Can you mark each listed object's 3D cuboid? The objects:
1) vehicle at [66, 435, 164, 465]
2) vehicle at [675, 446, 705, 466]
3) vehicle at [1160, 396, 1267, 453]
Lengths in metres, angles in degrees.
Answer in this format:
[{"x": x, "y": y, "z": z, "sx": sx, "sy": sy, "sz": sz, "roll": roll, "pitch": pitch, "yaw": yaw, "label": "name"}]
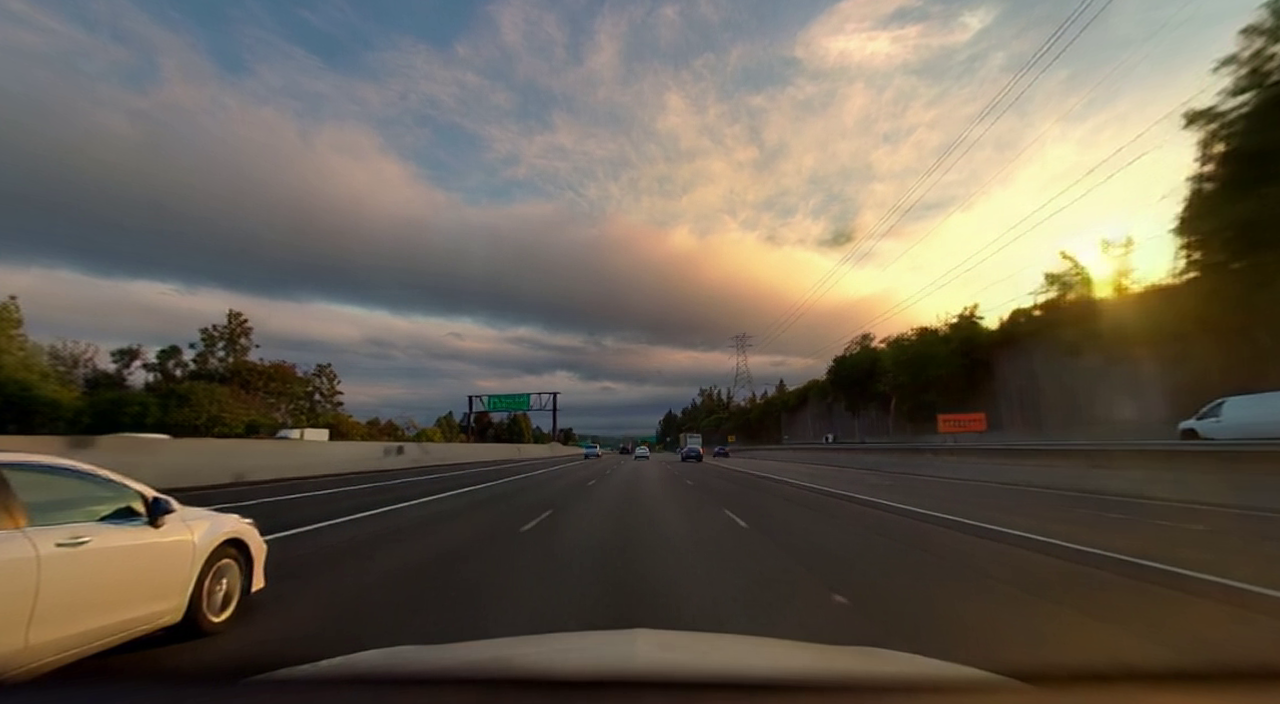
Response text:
[{"x": -28.856, "y": 5.408, "z": 34.794, "sx": 1.850, "sy": 1.579, "sz": 4.049, "roll": 0, "pitch": -9, "yaw": 1, "label": "vehicle"}, {"x": 3.866, "y": 8.176, "z": 49.617, "sx": 2.076, "sy": 1.506, "sz": 4.050, "roll": 0, "pitch": -9, "yaw": 0, "label": "vehicle"}, {"x": 41.955, "y": 5.384, "z": 46.265, "sx": 2.985, "sy": 3.956, "sz": 4.846, "roll": 0, "pitch": -9, "yaw": 1, "label": "vehicle"}]
